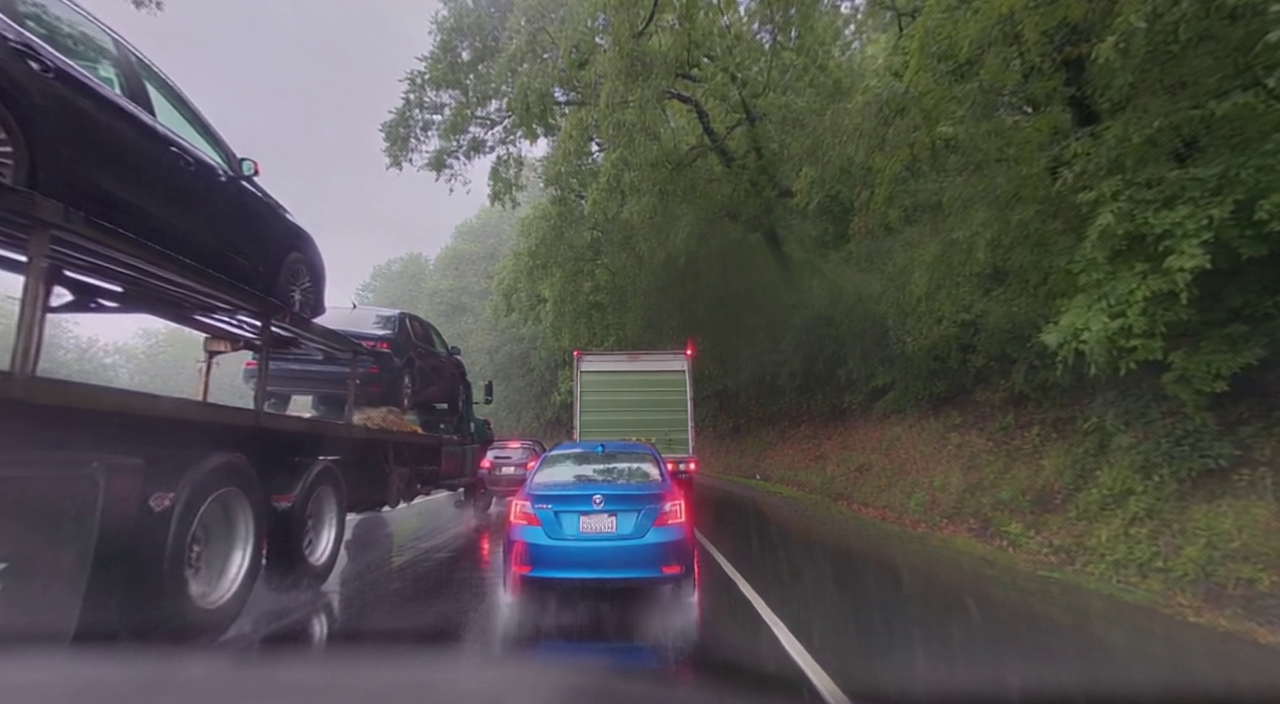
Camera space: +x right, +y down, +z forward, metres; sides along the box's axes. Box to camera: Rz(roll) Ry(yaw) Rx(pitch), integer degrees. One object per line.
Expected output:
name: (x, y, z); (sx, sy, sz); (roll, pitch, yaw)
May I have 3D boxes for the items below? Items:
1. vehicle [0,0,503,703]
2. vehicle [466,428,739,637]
vehicle: (-4.615, 0.427, 7.333); (2.836, 4.059, 14.286); (0, -9, 0)
vehicle: (-0.290, 1.588, 6.387); (1.991, 1.507, 3.391); (0, -9, -1)
